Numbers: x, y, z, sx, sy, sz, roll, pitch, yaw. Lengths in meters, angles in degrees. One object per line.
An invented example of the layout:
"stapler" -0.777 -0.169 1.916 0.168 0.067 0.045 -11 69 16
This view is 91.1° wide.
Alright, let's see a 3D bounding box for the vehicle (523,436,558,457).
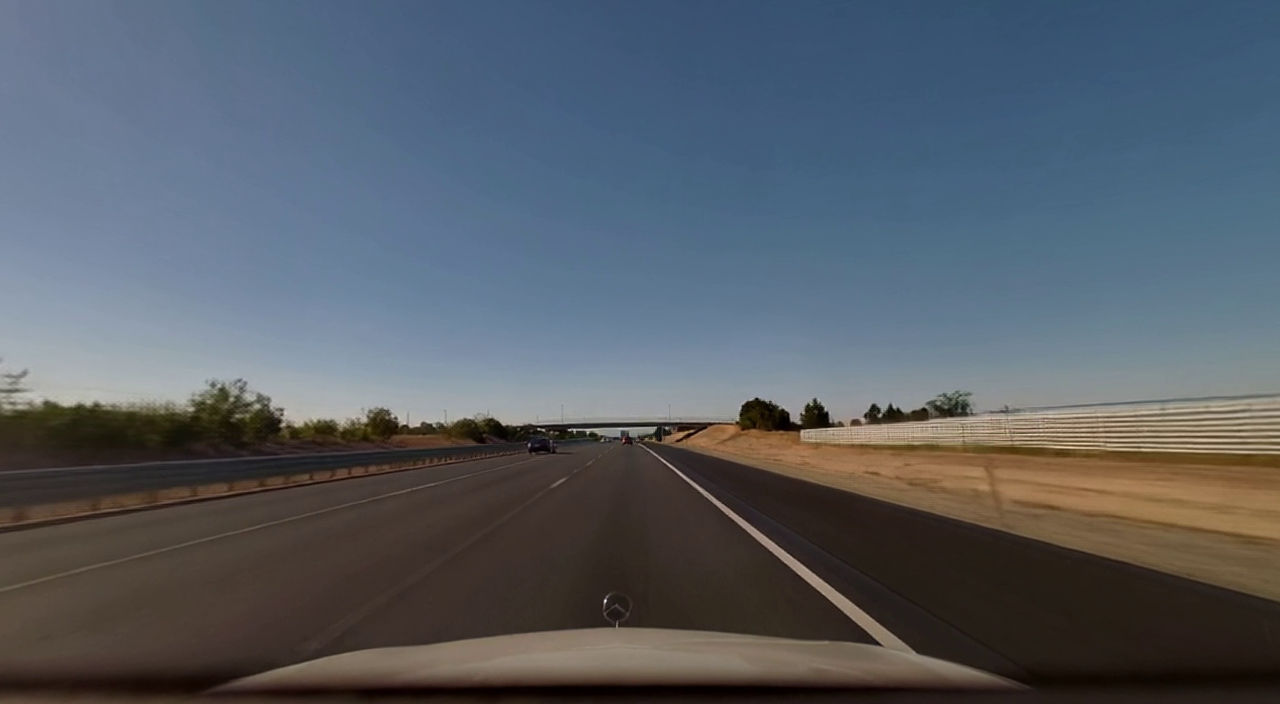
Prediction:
"vehicle" -7.298 6.961 46.476 1.989 1.473 4.345 0 -8 -1
